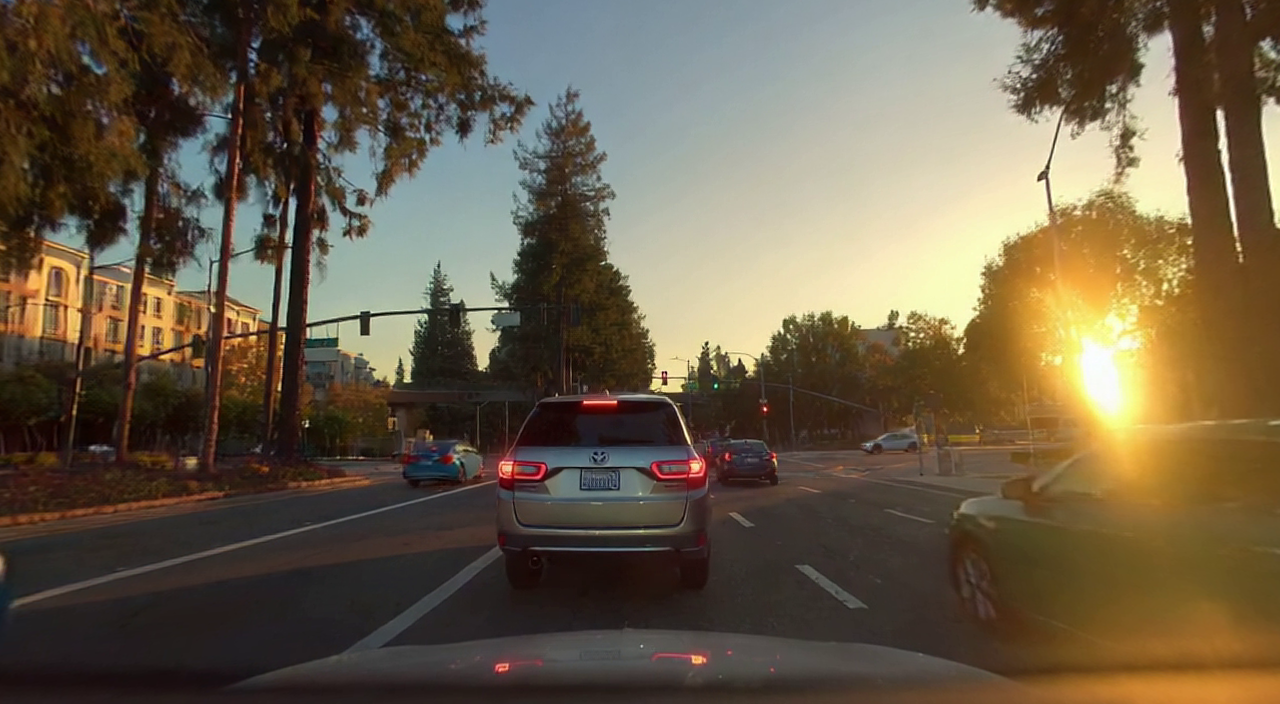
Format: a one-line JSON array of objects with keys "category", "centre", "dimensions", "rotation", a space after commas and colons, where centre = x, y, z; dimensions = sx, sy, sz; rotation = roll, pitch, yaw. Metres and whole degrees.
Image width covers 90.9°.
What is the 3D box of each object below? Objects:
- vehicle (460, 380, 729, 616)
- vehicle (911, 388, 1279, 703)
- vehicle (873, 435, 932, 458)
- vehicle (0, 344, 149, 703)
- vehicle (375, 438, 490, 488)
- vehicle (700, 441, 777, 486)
[{"category": "vehicle", "centre": [-0.341, 1.440, 7.099], "dimensions": [2.064, 1.817, 4.298], "rotation": [0, -8, 0]}, {"category": "vehicle", "centre": [3.340, 1.010, 3.093], "dimensions": [2.121, 1.494, 4.208], "rotation": [0, -8, 0]}, {"category": "vehicle", "centre": [19.981, 7.199, 47.910], "dimensions": [4.361, 1.653, 2.034], "rotation": [6, -10, -35]}, {"category": "vehicle", "centre": [-3.679, 0.570, 0.958], "dimensions": [2.160, 1.666, 4.583], "rotation": [0, -8, 0]}, {"category": "vehicle", "centre": [-6.828, 3.707, 21.414], "dimensions": [2.060, 1.473, 4.950], "rotation": [0, -8, 2]}, {"category": "vehicle", "centre": [3.369, 3.896, 22.390], "dimensions": [2.104, 1.441, 4.240], "rotation": [0, -8, 1]}]
